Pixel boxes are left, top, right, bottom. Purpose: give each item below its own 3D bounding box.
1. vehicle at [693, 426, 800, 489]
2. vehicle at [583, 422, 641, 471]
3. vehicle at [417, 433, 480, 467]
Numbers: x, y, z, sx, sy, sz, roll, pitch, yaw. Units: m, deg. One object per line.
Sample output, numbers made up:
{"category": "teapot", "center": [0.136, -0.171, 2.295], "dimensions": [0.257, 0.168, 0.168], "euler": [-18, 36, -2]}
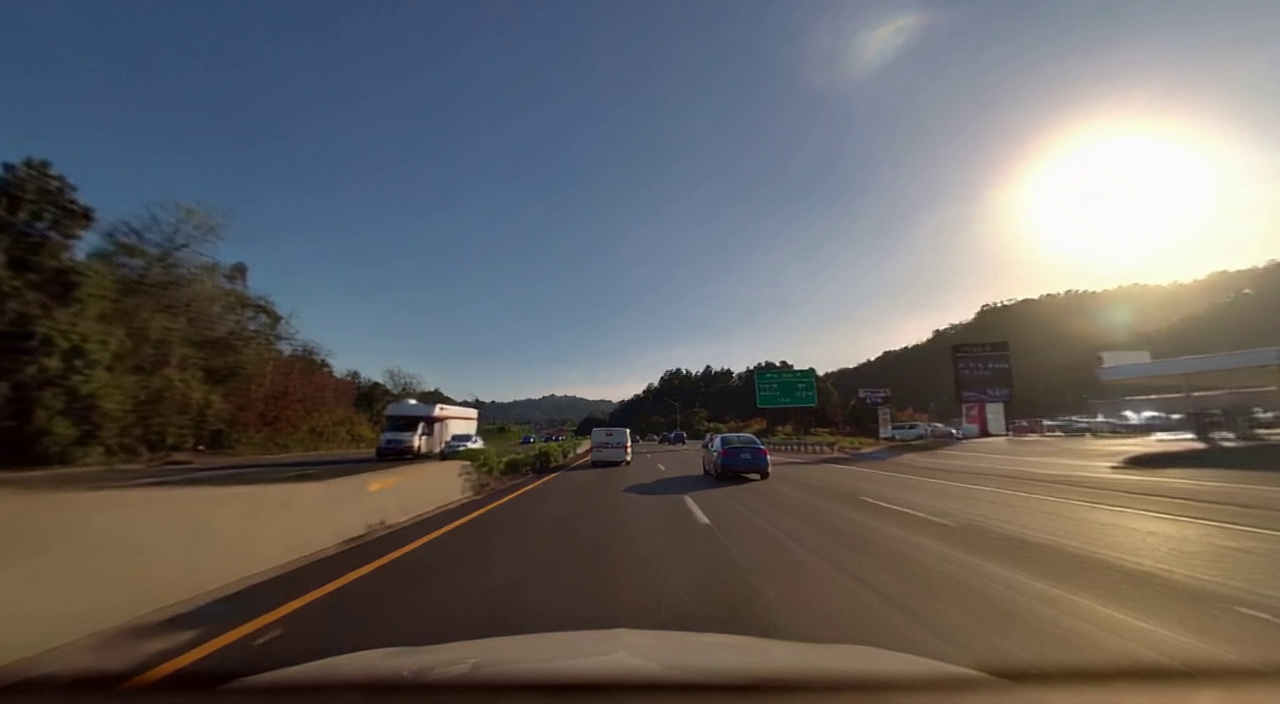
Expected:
{"category": "vehicle", "center": [2.831, 2.925, 18.016], "dimensions": [2.151, 1.550, 4.694], "euler": [0, -7, -1]}
{"category": "vehicle", "center": [-1.002, 3.680, 24.876], "dimensions": [2.061, 1.732, 4.457], "euler": [0, -7, 0]}
{"category": "vehicle", "center": [-9.524, 4.888, 31.666], "dimensions": [1.950, 1.588, 3.676], "euler": [0, -7, 1]}
